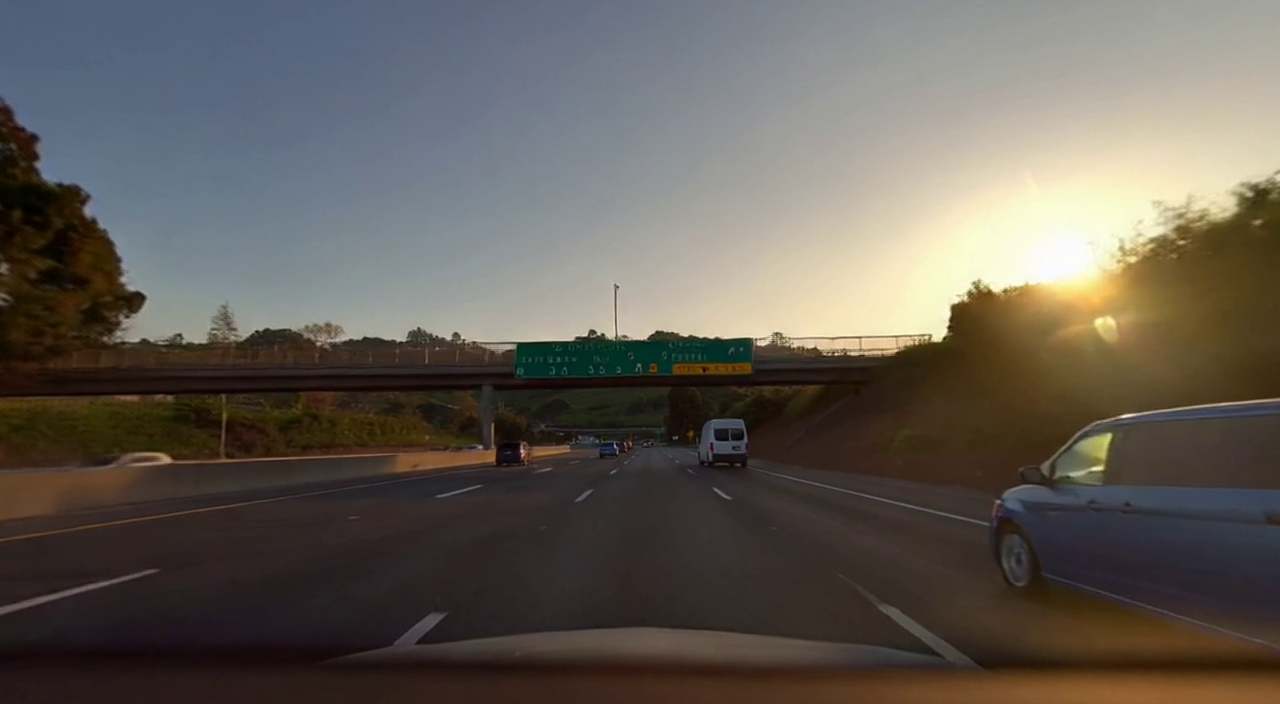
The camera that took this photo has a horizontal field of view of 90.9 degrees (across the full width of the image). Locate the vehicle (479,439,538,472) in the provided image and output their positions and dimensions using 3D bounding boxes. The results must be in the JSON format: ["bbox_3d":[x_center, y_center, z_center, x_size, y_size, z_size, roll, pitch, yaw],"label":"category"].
[{"bbox_3d":[-6.976,5.533,33.983,2.068,1.632,4.623,-1,-8,2],"label":"vehicle"}]

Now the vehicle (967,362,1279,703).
[{"bbox_3d":[4.107,0.981,3.568,2.100,1.690,4.536,0,-8,1],"label":"vehicle"}]

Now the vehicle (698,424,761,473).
[{"bbox_3d":[4.400,4.886,31.976,2.347,2.234,5.352,0,-8,0],"label":"vehicle"}]
